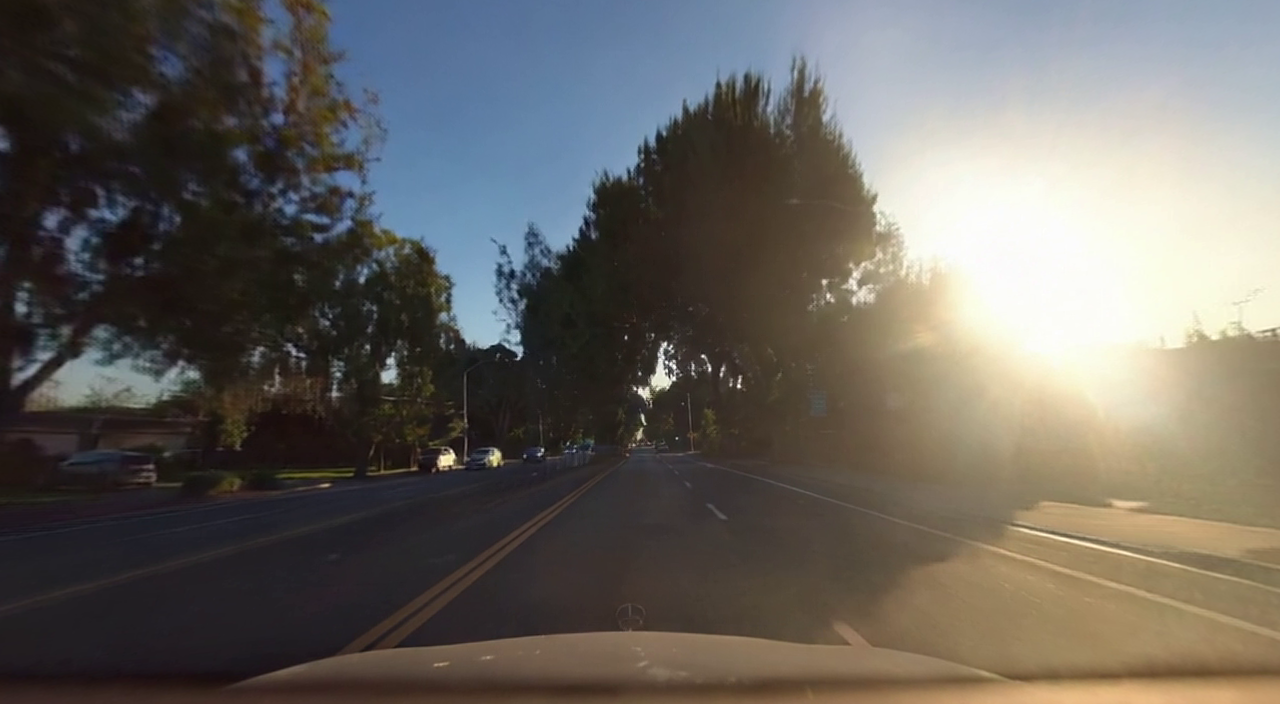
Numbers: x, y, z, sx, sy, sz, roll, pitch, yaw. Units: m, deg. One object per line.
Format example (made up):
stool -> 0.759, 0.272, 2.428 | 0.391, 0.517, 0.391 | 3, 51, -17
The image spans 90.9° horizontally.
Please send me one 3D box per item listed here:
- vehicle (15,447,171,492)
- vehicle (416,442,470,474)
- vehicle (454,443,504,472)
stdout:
vehicle -> -22.463, 4.820, 26.018 | 4.530, 1.769, 2.003 | 0, -9, 1
vehicle -> -14.115, 7.587, 45.515 | 2.071, 1.899, 5.640 | -4, -8, 1
vehicle -> -9.938, 6.541, 39.176 | 1.962, 1.680, 3.925 | 0, -9, 1
